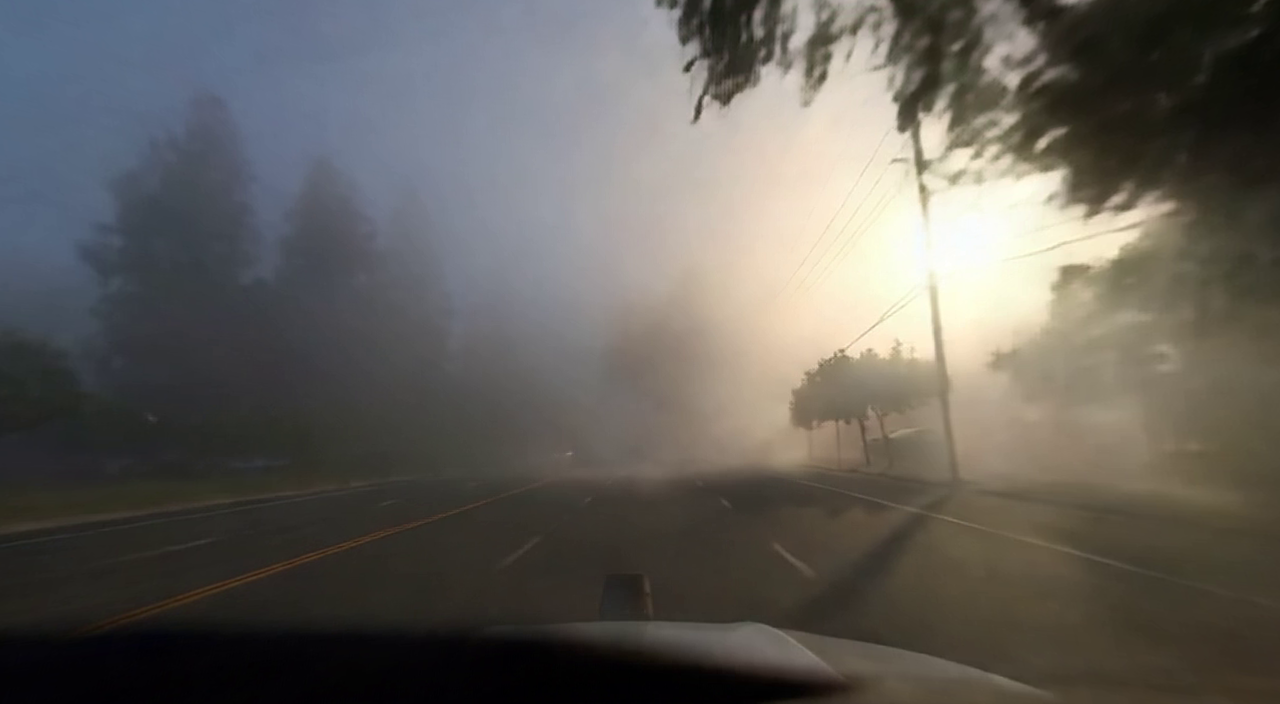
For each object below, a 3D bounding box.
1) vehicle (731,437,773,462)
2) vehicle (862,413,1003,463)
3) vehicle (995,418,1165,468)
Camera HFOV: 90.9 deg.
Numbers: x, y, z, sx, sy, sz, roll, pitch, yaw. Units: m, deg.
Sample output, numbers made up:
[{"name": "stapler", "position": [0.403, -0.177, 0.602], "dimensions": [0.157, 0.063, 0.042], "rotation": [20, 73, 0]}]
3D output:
[{"name": "vehicle", "position": [8.391, 7.383, 47.692], "dimensions": [2.200, 1.783, 4.682], "rotation": [-1, -9, -1]}, {"name": "vehicle", "position": [14.726, 4.375, 32.095], "dimensions": [5.886, 2.000, 2.372], "rotation": [-5, -9, 5]}, {"name": "vehicle", "position": [15.027, 3.141, 21.709], "dimensions": [4.455, 1.588, 1.858], "rotation": [0, -9, -2]}]
